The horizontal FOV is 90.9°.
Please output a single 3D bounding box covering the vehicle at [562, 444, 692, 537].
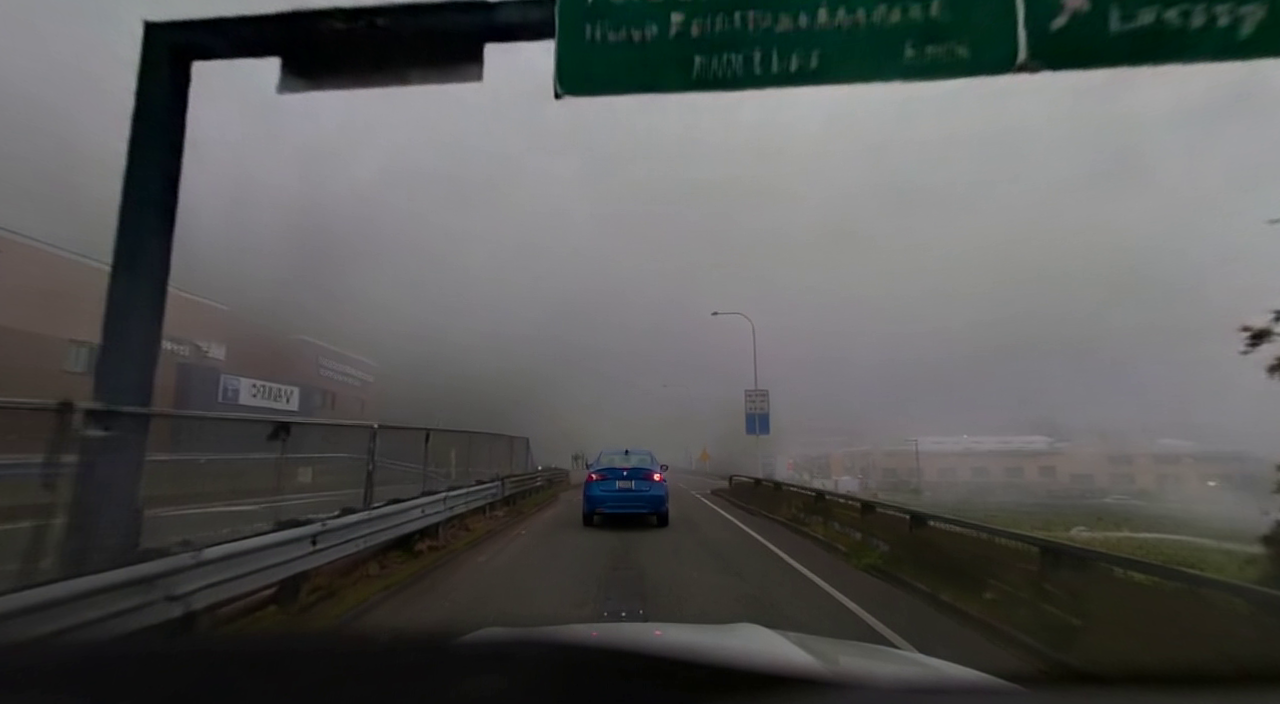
[{"bbox_3d":[-0.219,2.510,12.054,2.063,1.442,3.933,0,-9,0],"label":"vehicle"}]
